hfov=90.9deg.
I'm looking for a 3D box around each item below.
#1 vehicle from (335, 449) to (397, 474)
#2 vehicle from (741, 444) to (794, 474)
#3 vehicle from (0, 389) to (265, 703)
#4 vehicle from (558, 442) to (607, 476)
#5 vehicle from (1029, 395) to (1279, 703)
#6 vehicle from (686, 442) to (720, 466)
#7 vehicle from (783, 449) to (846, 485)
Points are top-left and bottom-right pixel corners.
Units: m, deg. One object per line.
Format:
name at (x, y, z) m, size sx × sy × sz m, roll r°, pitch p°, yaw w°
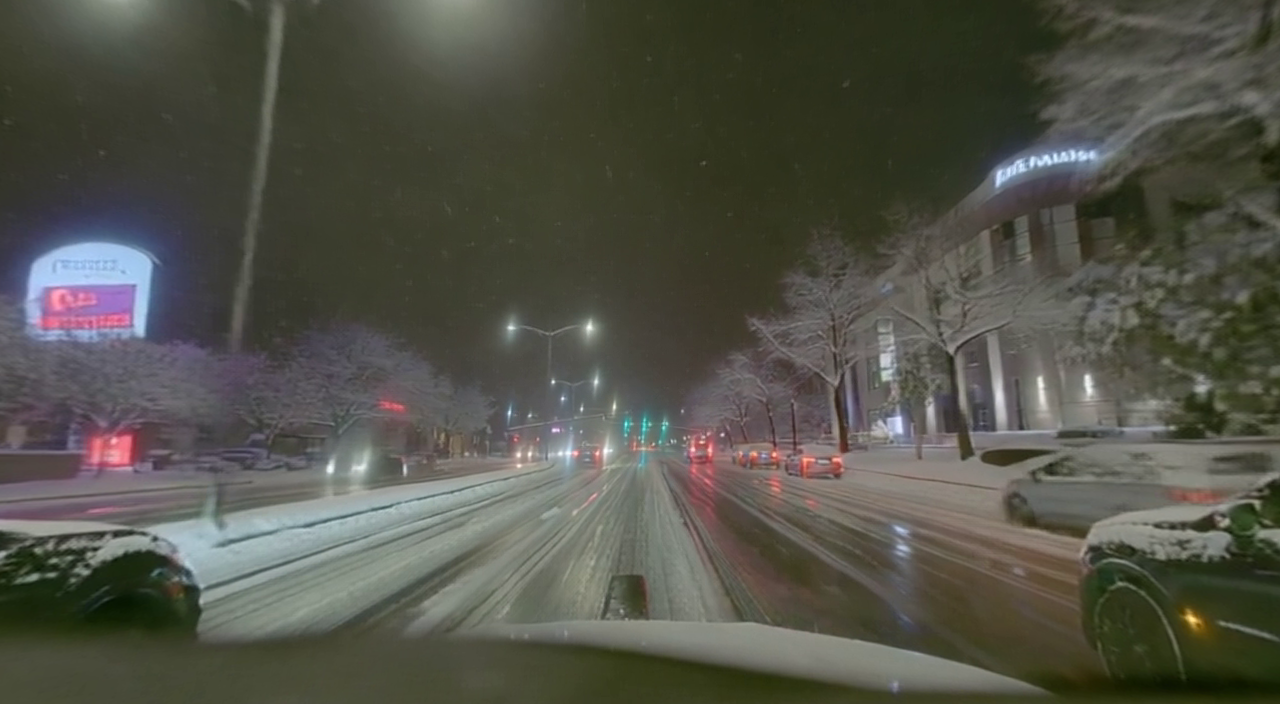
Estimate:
vehicle at (-17.840, 7.132, 41.327) m, size 1.919 × 1.460 × 4.572 m, roll 0°, pitch -8°, yaw 1°
vehicle at (7.493, 6.323, 37.530) m, size 1.918 × 1.598 × 4.536 m, roll 0°, pitch -8°, yaw -4°
vehicle at (-3.333, 0.750, 1.242) m, size 2.155 × 1.504 × 4.776 m, roll 0°, pitch -8°, yaw 2°
vehicle at (-2.726, 5.215, 31.057) m, size 1.917 × 1.511 × 4.436 m, roll 0°, pitch -8°, yaw 1°
vehicle at (3.344, 0.790, 1.485) m, size 1.981 × 1.499 × 4.536 m, roll 0°, pitch -8°, yaw 1°
vehicle at (4.562, 7.451, 46.156) m, size 2.007 × 1.683 × 4.171 m, roll 0°, pitch -8°, yaw -1°
vehicle at (7.478, 4.937, 27.406) m, size 1.654 × 1.440 × 3.647 m, roll 0°, pitch -8°, yaw -1°
